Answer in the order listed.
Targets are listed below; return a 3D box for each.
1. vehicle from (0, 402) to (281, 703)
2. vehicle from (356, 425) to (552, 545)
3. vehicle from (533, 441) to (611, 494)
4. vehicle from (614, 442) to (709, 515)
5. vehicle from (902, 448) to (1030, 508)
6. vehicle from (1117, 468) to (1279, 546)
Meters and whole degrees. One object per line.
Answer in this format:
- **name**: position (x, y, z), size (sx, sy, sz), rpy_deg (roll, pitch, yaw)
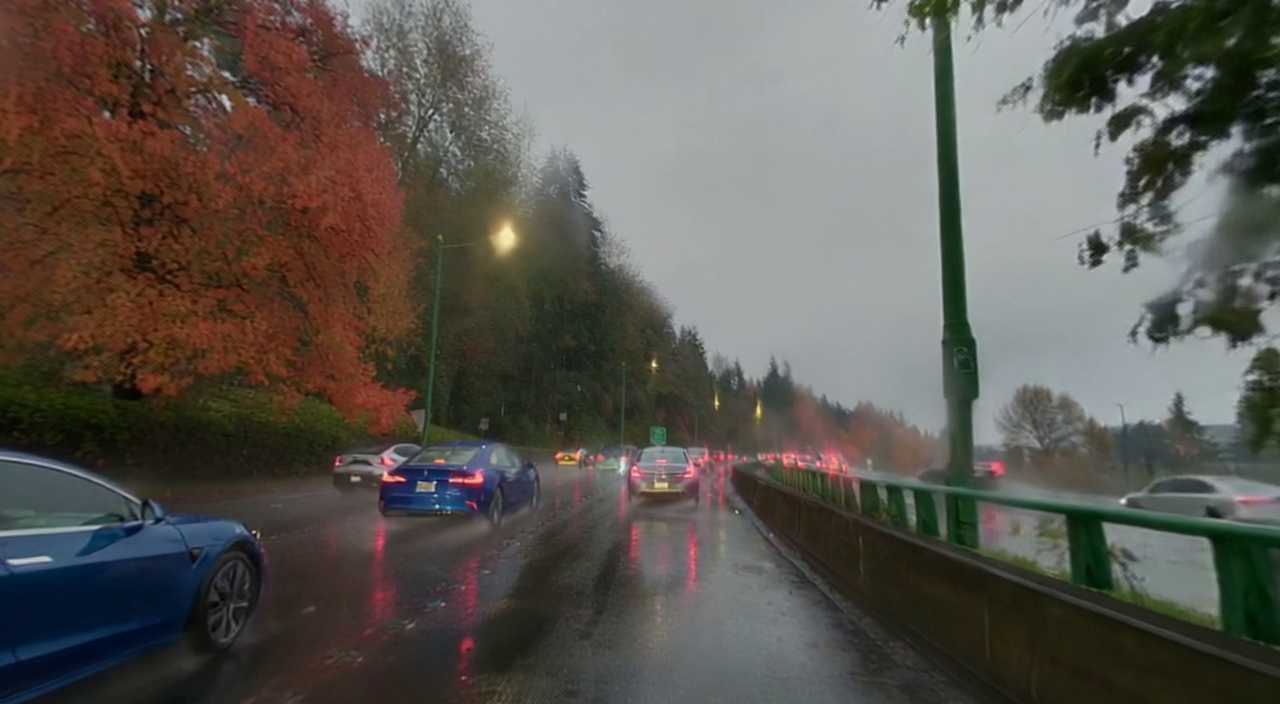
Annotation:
- **vehicle**: position (-3.491, 0.898, 2.156), size (1.921, 1.503, 4.317), rpy_deg (0, -9, 1)
- **vehicle**: position (-2.958, 2.232, 11.236), size (1.979, 1.663, 4.513), rpy_deg (0, -9, 2)
- **vehicle**: position (-2.259, 3.975, 22.109), size (1.930, 1.635, 4.260), rpy_deg (0, -9, 4)
- **vehicle**: position (0.559, 3.009, 15.530), size (2.015, 1.506, 4.276), rpy_deg (0, -9, 3)
- **vehicle**: position (10.948, 4.226, 21.652), size (2.121, 1.777, 4.755), rpy_deg (0, -9, 4)
- **vehicle**: position (14.369, 3.704, 15.565), size (1.816, 1.481, 4.422), rpy_deg (0, -9, 2)
